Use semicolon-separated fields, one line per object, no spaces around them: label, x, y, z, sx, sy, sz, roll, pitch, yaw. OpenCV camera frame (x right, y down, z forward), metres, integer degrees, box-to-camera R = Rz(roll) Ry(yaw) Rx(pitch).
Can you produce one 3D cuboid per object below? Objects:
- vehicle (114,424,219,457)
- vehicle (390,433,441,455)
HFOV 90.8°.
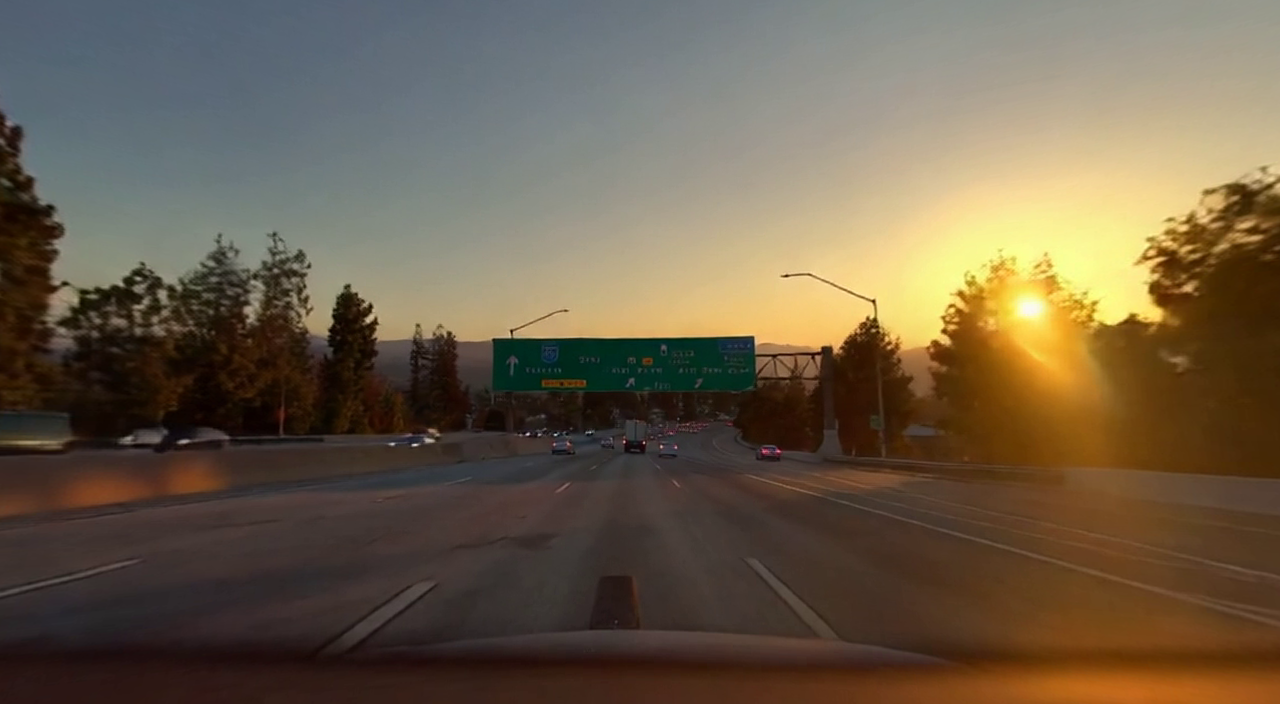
vehicle;-22.892;4.298;30.804;1.811;1.489;4.295;1;-8;-1
vehicle;-15.977;6.556;45.246;1.982;1.473;4.656;1;-8;0
